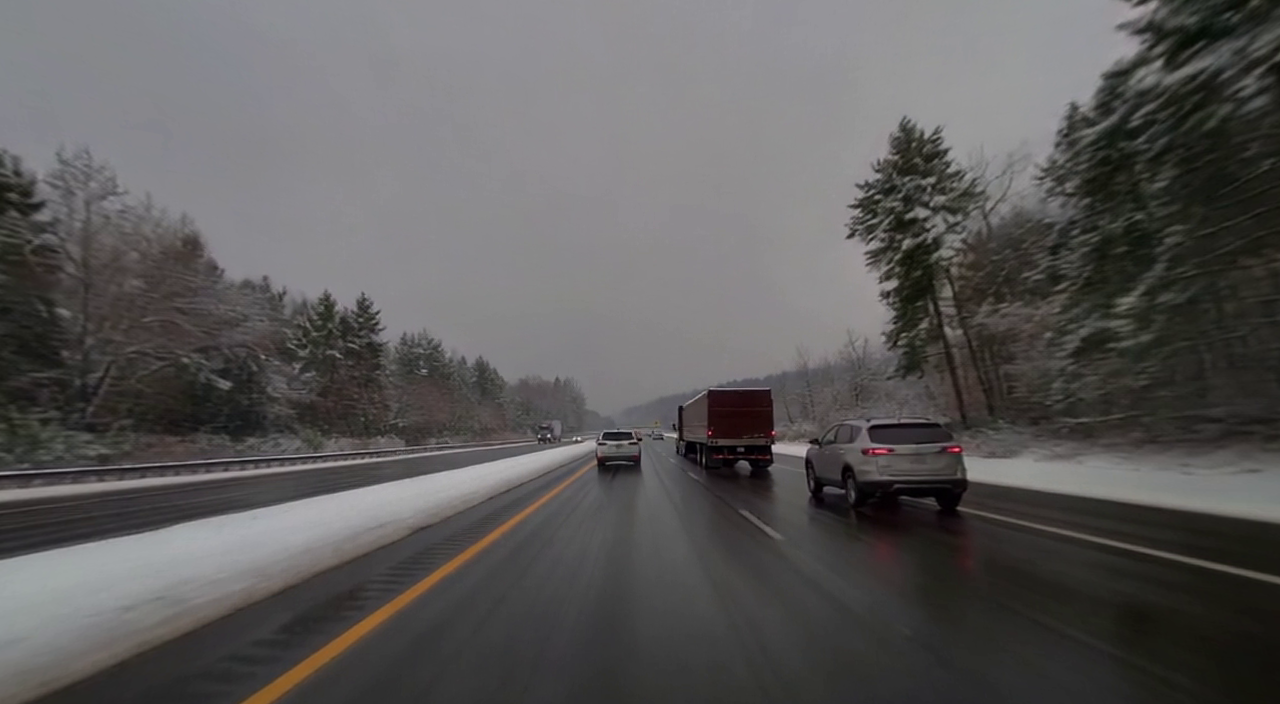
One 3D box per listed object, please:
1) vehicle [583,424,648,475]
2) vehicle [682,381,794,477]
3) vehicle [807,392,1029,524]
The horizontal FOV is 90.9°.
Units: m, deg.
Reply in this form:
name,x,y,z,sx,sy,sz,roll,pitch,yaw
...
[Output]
name,x,y,z,sx,sy,sz,roll,pitch,yaw
vehicle,-0.812,3.410,22.330,2.082,1.638,4.055,0,-7,0
vehicle,3.377,2.982,24.207,2.723,3.027,8.478,0,-7,-1
vehicle,4.563,1.785,11.144,2.011,1.905,3.905,0,-8,-2
